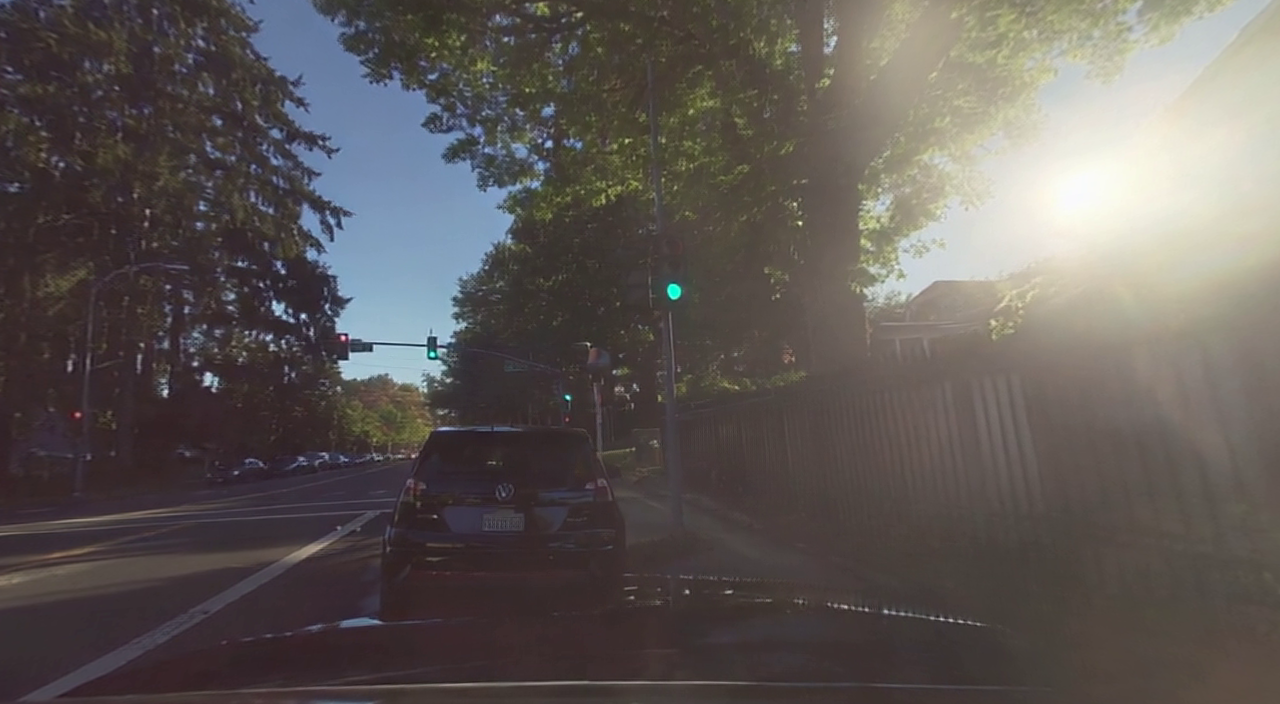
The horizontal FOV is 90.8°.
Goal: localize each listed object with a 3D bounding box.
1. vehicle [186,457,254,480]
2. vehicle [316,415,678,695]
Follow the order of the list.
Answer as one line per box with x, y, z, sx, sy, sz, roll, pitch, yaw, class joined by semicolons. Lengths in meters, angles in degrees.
-32.868;9.108;49.491;3.959;1.680;1.785;1;-9;-7;vehicle
-1.156;1.401;5.512;2.024;1.502;3.702;2;-9;-12;vehicle
